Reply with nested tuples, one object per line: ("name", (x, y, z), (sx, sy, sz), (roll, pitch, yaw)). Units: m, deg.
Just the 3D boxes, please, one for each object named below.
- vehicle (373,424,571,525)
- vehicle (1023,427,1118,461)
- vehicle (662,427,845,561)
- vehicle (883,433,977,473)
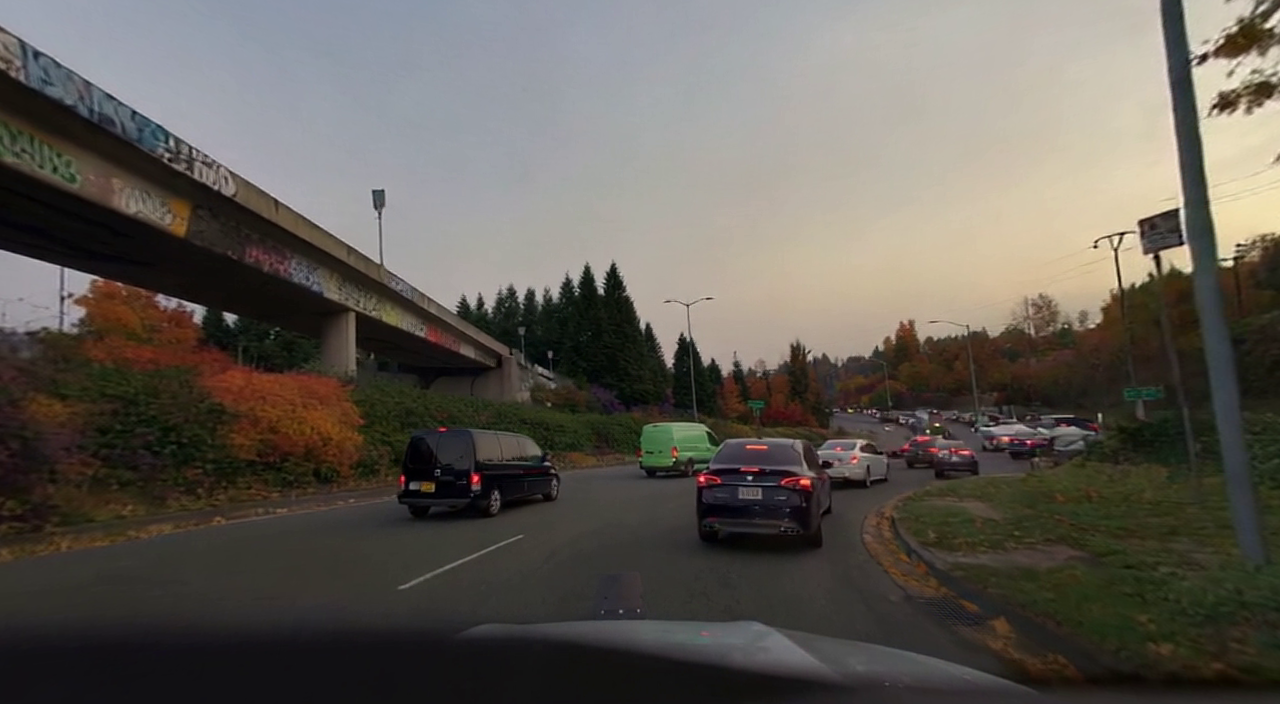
("vehicle", (-2.944, 2.269, 12.057), (1.921, 1.554, 4.081), (-3, -9, 13))
("vehicle", (19.959, 4.275, 29.055), (3.934, 1.485, 1.763), (4, -10, -25))
("vehicle", (1.882, 1.966, 9.358), (2.064, 1.515, 3.722), (-4, -9, 19))
("vehicle", (11.481, 3.977, 24.708), (3.902, 1.446, 1.780), (7, -12, -40))
